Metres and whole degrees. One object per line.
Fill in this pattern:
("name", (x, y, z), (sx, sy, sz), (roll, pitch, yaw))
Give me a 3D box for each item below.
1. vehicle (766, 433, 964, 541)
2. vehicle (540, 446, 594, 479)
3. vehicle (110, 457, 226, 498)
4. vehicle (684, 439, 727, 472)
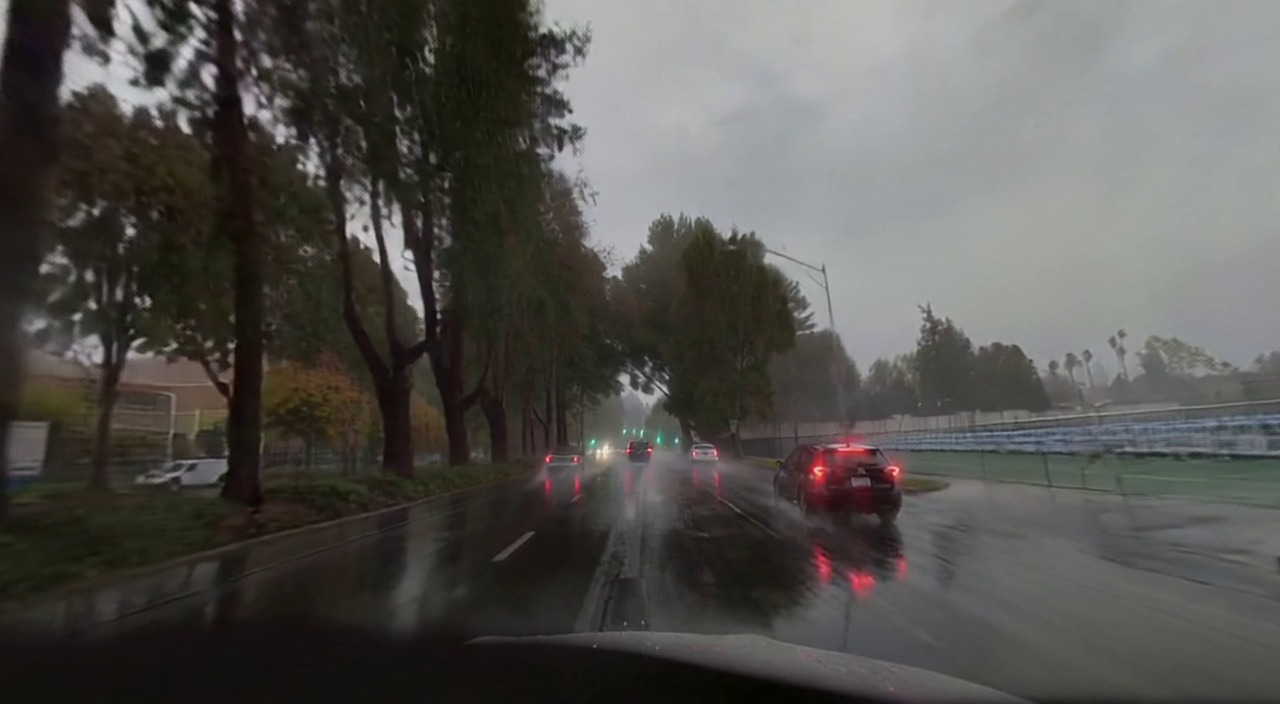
("vehicle", (3.623, 2.234, 11.119), (1.919, 1.502, 4.232), (0, -8, 0))
("vehicle", (-3.285, 5.038, 29.038), (2.013, 1.354, 3.908), (0, -8, 0))
("vehicle", (-22.565, 5.961, 30.399), (1.976, 1.697, 4.738), (0, -8, -1))
("vehicle", (3.645, 5.862, 35.859), (1.980, 1.709, 4.367), (0, -8, 0))
